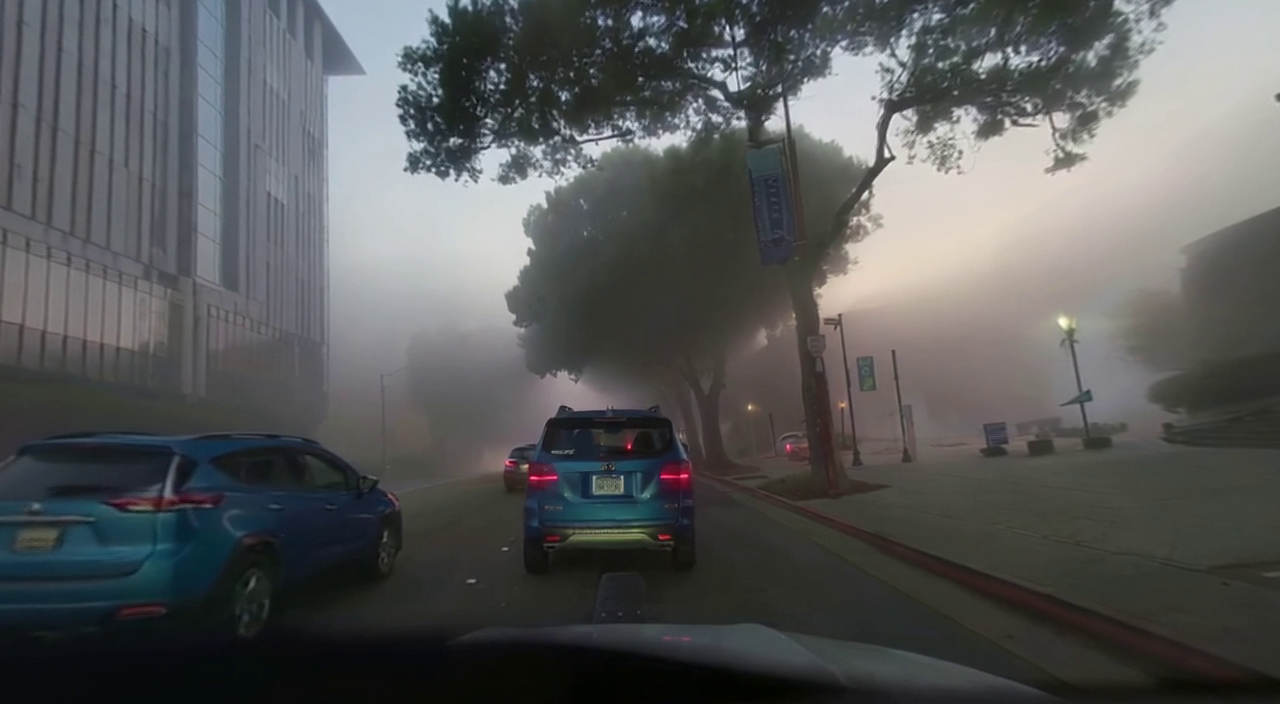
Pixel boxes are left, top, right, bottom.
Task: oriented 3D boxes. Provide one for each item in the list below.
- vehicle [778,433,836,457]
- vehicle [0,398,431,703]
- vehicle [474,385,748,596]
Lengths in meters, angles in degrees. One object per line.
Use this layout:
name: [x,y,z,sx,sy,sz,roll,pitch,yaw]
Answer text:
vehicle: [10.524,5.856,39.620,1.877,1.416,3.965,-8,-11,42]
vehicle: [-3.477,1.391,5.434,1.971,1.658,4.428,0,-8,-2]
vehicle: [-0.352,1.595,8.132,2.531,1.930,4.382,0,-8,-2]
